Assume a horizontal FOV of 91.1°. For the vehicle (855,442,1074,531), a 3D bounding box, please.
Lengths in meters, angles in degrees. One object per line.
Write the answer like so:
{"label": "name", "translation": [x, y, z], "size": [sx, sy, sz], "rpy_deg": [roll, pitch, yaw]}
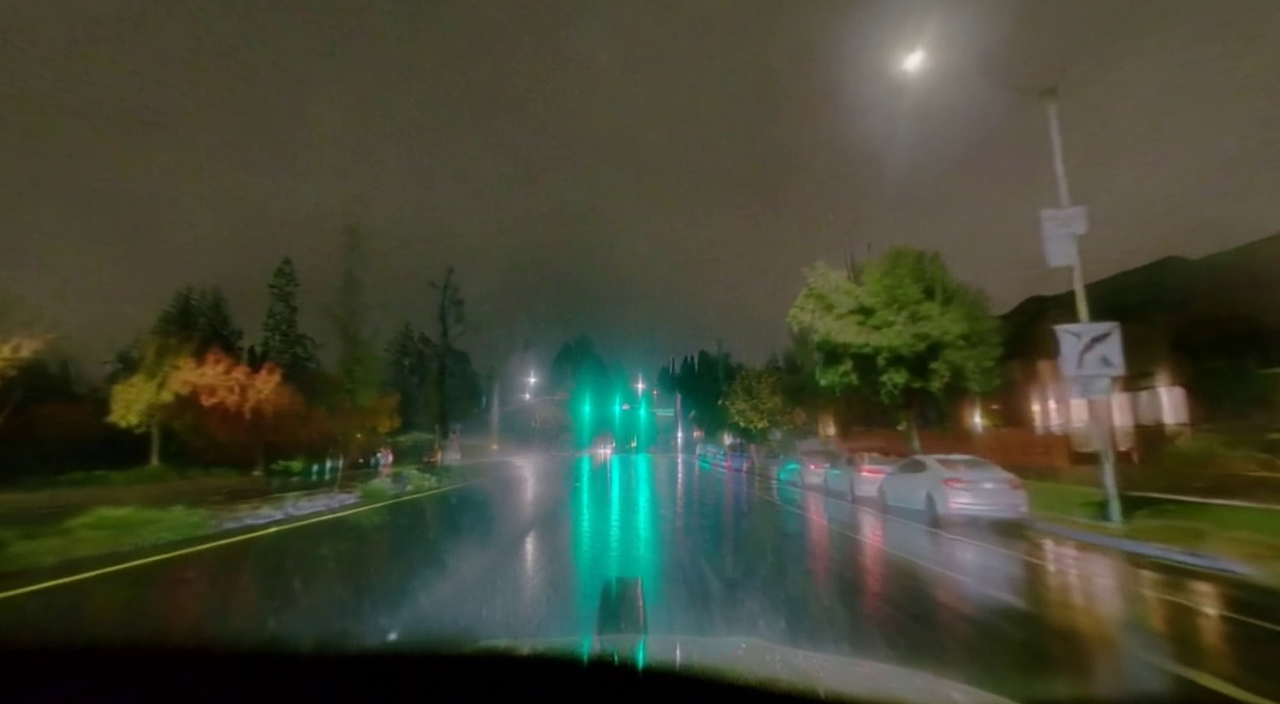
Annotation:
{"label": "vehicle", "translation": [6.309, 2.639, 13.028], "size": [1.922, 1.494, 4.772], "rpy_deg": [0, -9, -1]}

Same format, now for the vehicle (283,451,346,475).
{"label": "vehicle", "translation": [-22.196, 7.570, 43.040], "size": [1.810, 1.490, 4.783], "rpy_deg": [0, -9, -1]}

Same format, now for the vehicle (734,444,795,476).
{"label": "vehicle", "translation": [6.170, 5.406, 31.590], "size": [1.945, 1.481, 4.421], "rpy_deg": [1, -9, -3]}

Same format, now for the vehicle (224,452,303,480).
{"label": "vehicle", "translation": [-22.199, 6.705, 37.233], "size": [1.902, 1.478, 4.755], "rpy_deg": [0, -9, -2]}

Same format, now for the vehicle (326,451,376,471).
{"label": "vehicle", "translation": [-22.230, 8.393, 48.463], "size": [1.785, 1.461, 4.377], "rpy_deg": [0, -9, 0]}
